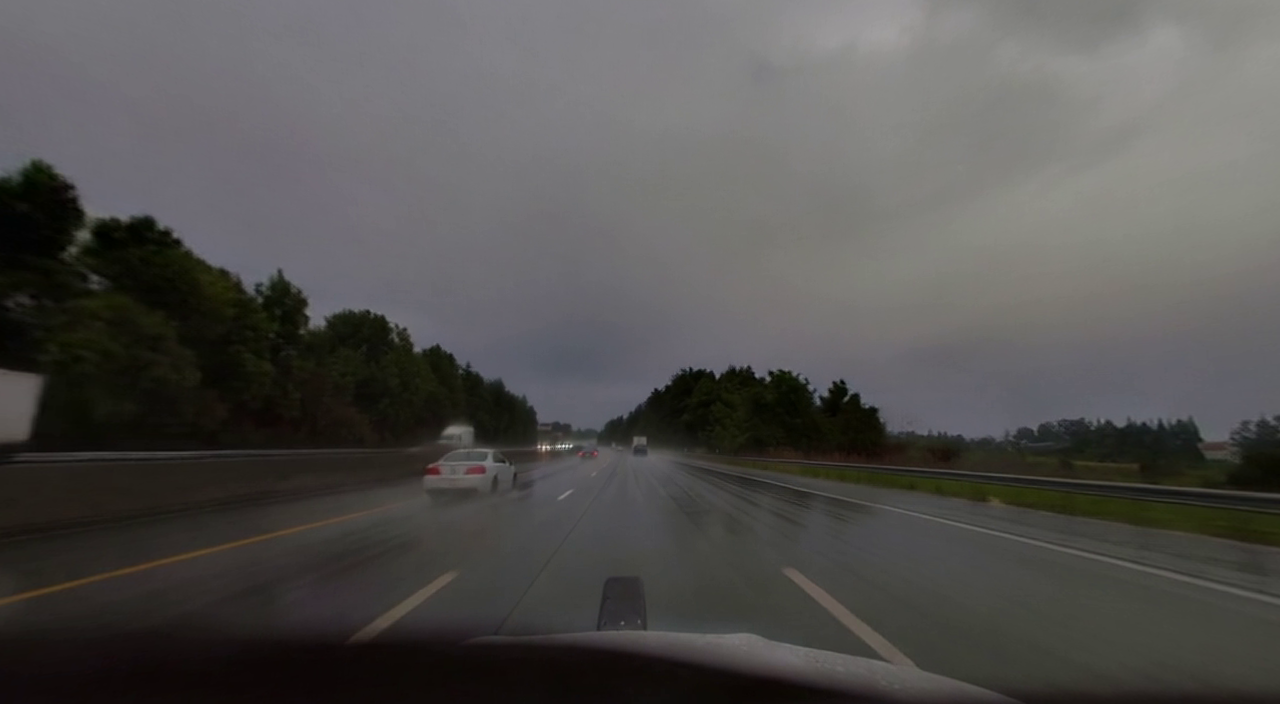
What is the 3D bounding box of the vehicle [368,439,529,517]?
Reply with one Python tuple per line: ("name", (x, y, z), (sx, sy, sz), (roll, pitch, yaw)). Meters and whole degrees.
("vehicle", (-4.065, 2.762, 14.366), (2.169, 1.473, 4.631), (0, -9, 0))
